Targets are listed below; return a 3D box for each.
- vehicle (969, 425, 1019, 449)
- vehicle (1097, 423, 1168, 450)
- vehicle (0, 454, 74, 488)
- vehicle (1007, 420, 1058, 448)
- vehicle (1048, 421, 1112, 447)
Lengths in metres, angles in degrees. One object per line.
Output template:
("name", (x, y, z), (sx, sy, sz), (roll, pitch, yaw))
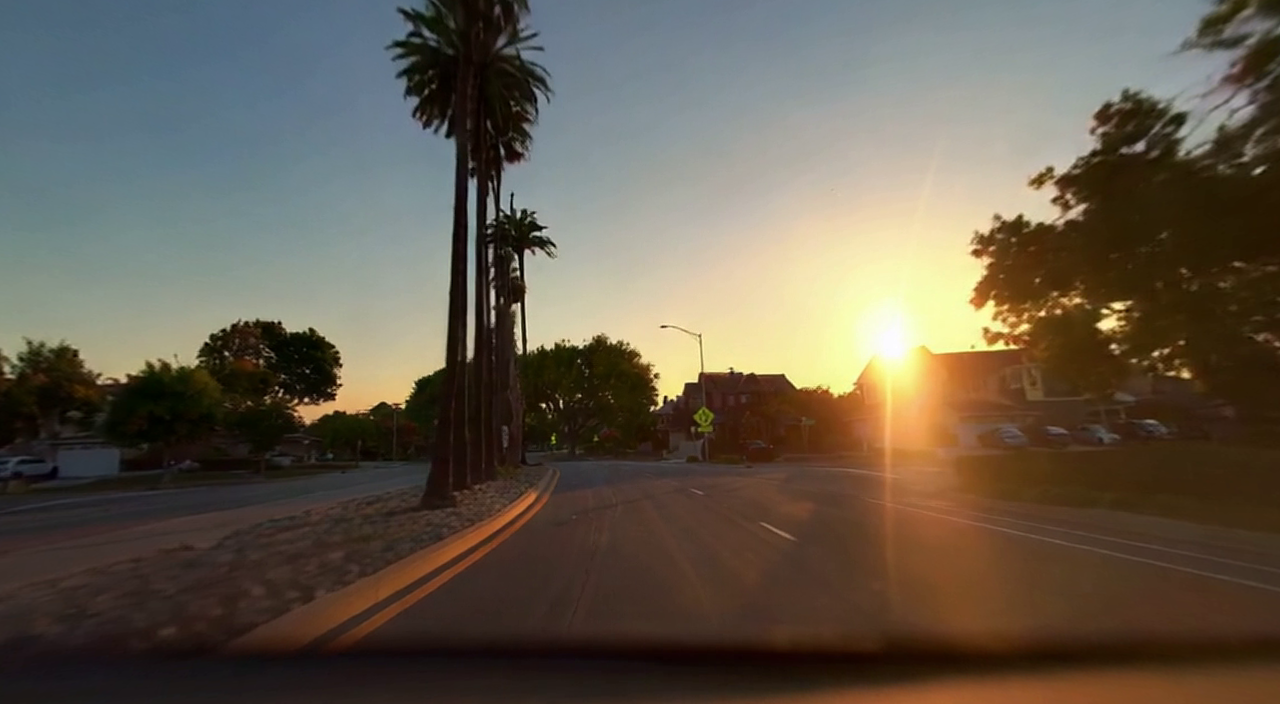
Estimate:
("vehicle", (23.723, 5.697, 42.413), (1.702, 1.536, 3.896), (-1, -8, 11))
("vehicle", (32.402, 5.618, 41.609), (1.854, 1.512, 4.082), (-6, -10, 9))
("vehicle", (-38.815, 7.491, 40.049), (2.227, 1.905, 5.954), (3, -9, -23))
("vehicle", (25.919, 5.407, 41.790), (1.994, 1.714, 4.222), (-2, -7, 20))
("vehicle", (29.636, 5.568, 42.571), (1.798, 1.621, 3.735), (-1, -9, 4))
